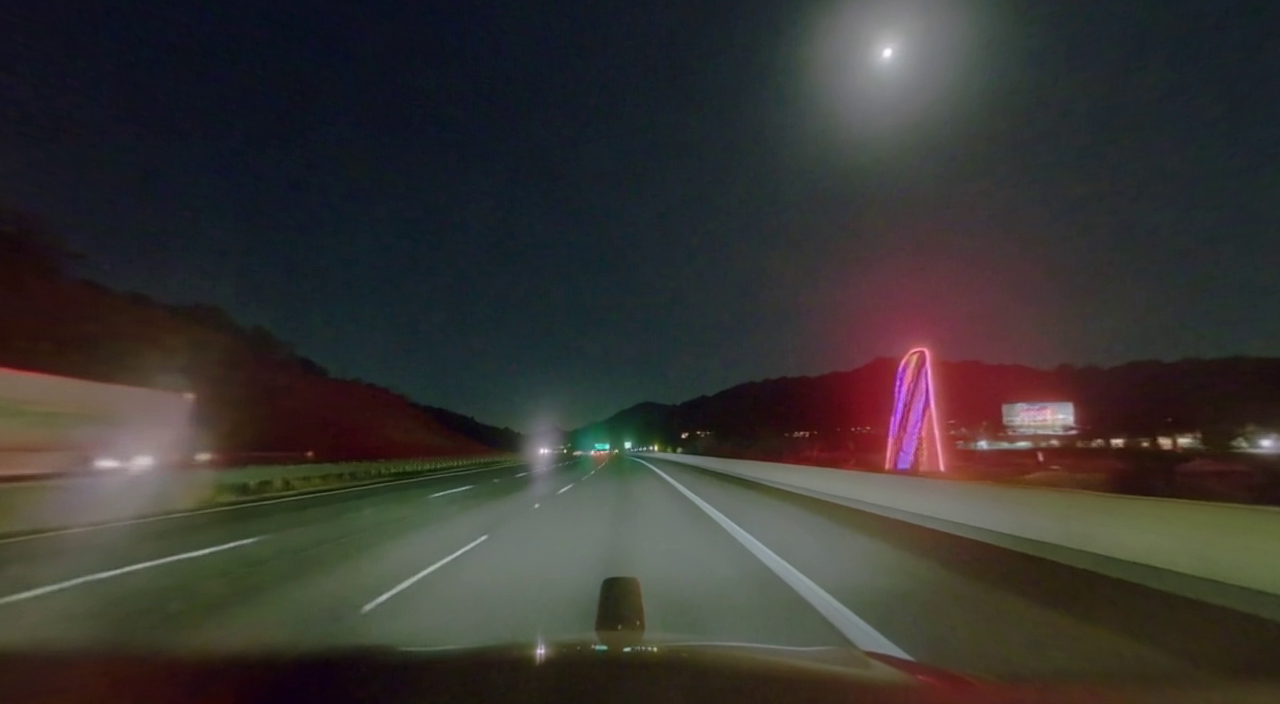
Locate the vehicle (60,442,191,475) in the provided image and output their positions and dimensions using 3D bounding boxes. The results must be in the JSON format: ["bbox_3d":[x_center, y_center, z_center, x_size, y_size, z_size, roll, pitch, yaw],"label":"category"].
[{"bbox_3d":[-19.759,4.110,24.474,1.880,1.152,3.847,0,-9,-1],"label":"vehicle"}]

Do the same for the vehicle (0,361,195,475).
[{"bbox_3d":[-24.014,2.406,22.734,2.765,3.968,18.709,0,-9,-1],"label":"vehicle"}]
